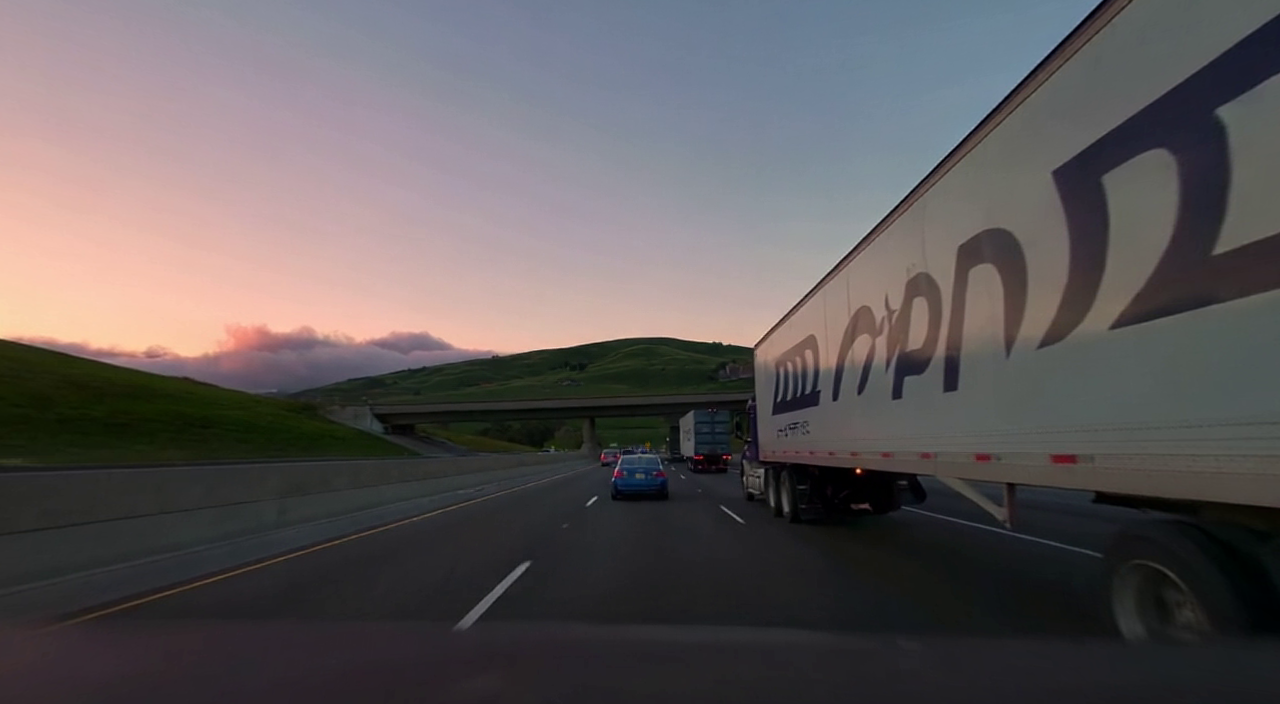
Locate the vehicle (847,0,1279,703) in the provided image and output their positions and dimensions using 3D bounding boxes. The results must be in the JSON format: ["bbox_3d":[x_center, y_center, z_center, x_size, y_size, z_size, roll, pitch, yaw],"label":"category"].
[{"bbox_3d":[4.135,0.028,3.972,2.802,3.956,8.291,0,-9,0],"label":"vehicle"}]

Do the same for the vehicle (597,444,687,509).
[{"bbox_3d":[0.046,3.114,16.150,2.029,1.437,3.794,0,-9,0],"label":"vehicle"}]

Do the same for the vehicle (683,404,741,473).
[{"bbox_3d":[4.569,5.785,41.777,2.801,4.039,8.684,0,-9,0],"label":"vehicle"}]
